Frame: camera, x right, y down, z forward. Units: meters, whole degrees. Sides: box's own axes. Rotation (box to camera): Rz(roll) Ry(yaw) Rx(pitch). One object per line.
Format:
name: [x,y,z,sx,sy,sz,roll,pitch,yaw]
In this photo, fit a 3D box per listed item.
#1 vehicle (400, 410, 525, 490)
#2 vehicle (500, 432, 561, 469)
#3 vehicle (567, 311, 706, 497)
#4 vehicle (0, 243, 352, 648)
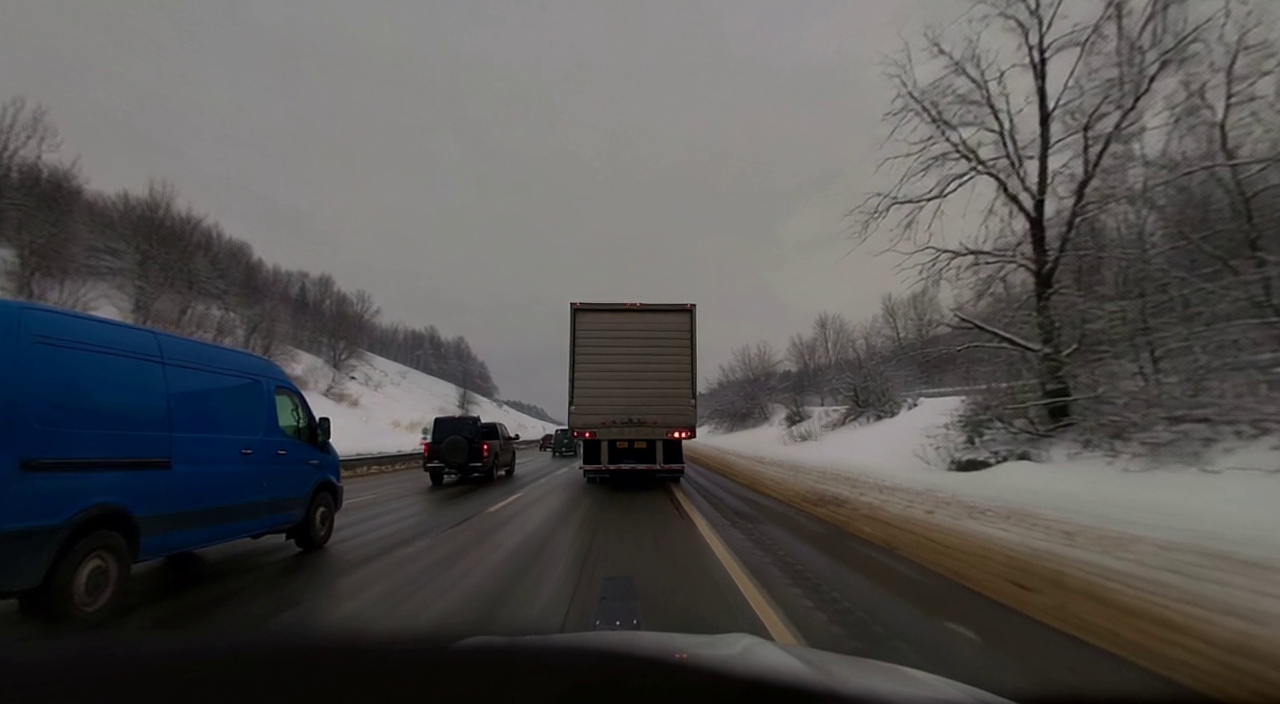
vehicle: [-4.893,2.801,18.275,2.168,1.985,4.952,0,-8,0]
vehicle: [-4.858,4.401,28.479,1.931,1.539,4.441,0,-8,0]
vehicle: [-0.096,1.760,18.652,2.953,4.041,10.072,0,-8,0]
vehicle: [-5.251,0.852,5.897,2.478,2.515,5.438,0,-8,0]
